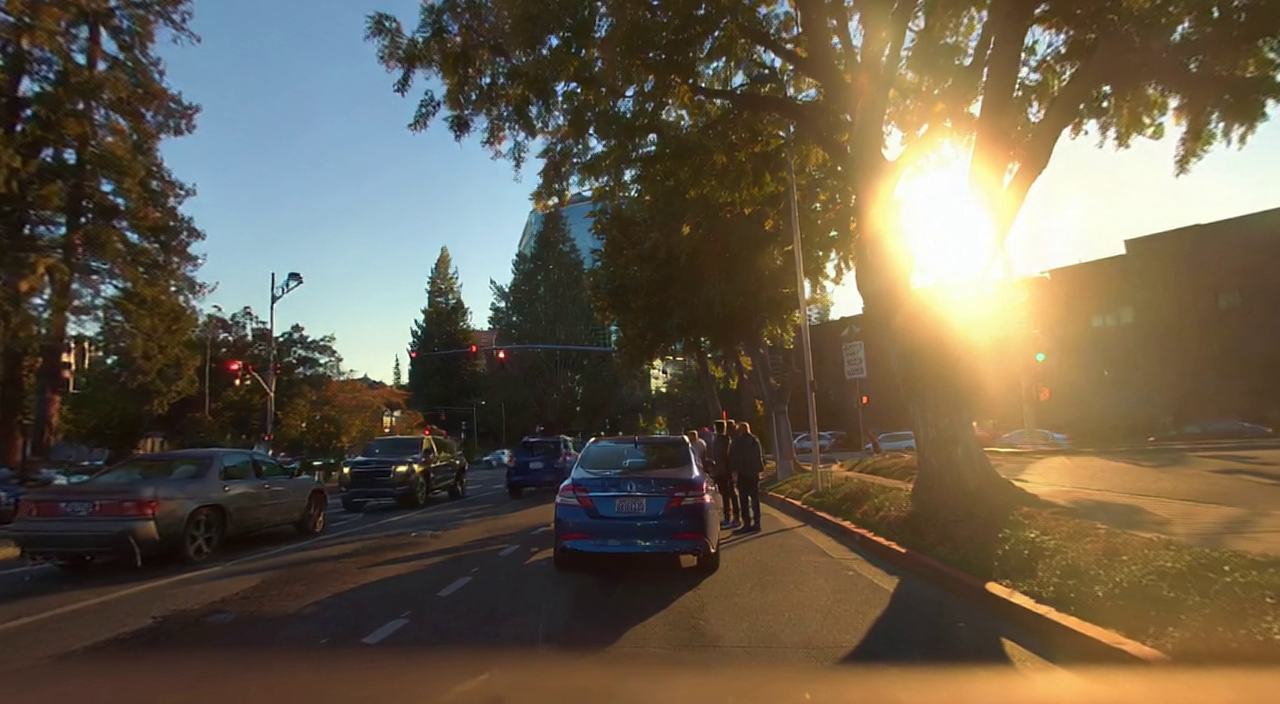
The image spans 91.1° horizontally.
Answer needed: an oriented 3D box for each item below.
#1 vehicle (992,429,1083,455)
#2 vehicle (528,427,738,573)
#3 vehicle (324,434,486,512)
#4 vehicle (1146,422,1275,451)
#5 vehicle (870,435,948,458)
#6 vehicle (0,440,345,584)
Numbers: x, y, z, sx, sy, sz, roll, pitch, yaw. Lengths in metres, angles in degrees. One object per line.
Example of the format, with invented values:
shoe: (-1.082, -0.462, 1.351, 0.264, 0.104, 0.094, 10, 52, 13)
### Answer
vehicle: (23.788, 5.436, 37.754, 4.454, 1.440, 1.816, -5, -10, 30)
vehicle: (-0.051, 1.861, 8.679, 2.182, 1.501, 4.150, 0, -9, 1)
vehicle: (-6.166, 3.225, 17.351, 2.230, 1.811, 5.183, -1, -9, 3)
vehicle: (30.521, 4.589, 33.811, 4.739, 1.472, 1.804, -5, -10, 29)
vehicle: (17.575, 6.191, 41.099, 4.441, 1.452, 1.798, -5, -10, 30)
vehicle: (-6.343, 2.062, 9.021, 1.948, 1.530, 4.283, 0, -9, 3)
